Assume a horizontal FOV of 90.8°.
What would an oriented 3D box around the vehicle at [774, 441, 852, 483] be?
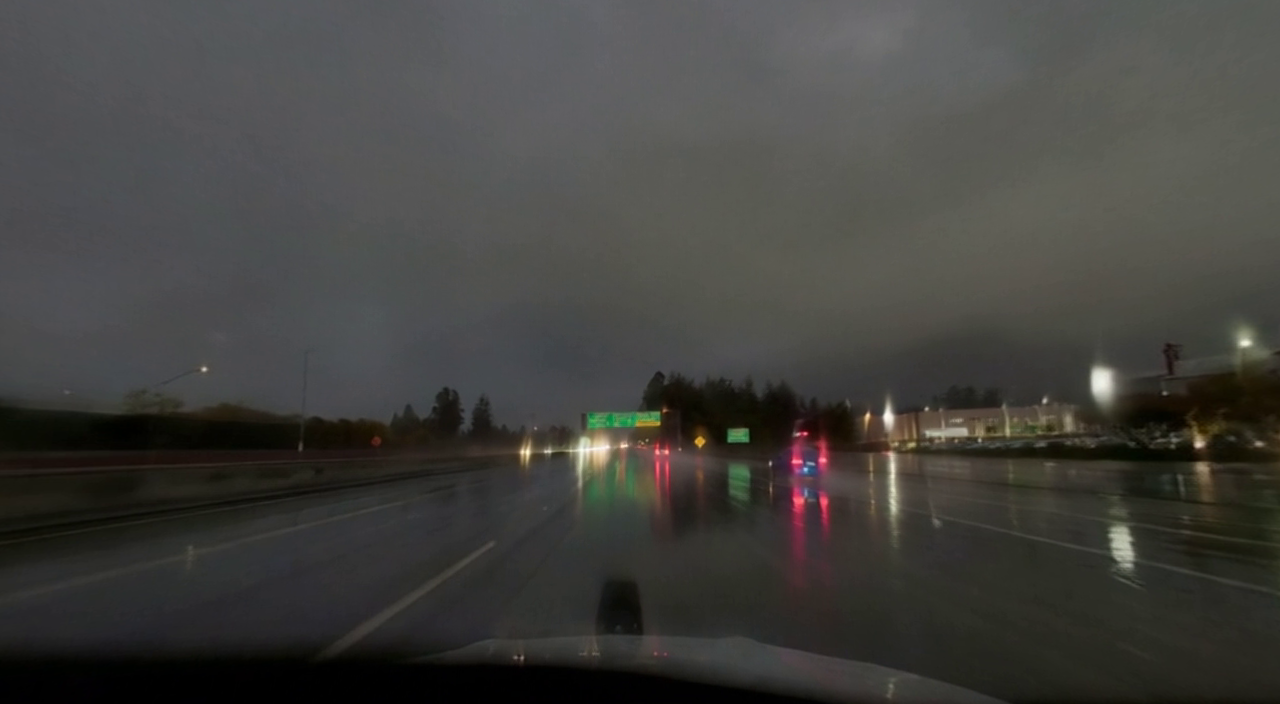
[{"bbox_3d":[6.872,4.383,25.578,1.958,1.498,4.447,0,-8,1],"label":"vehicle"}]
